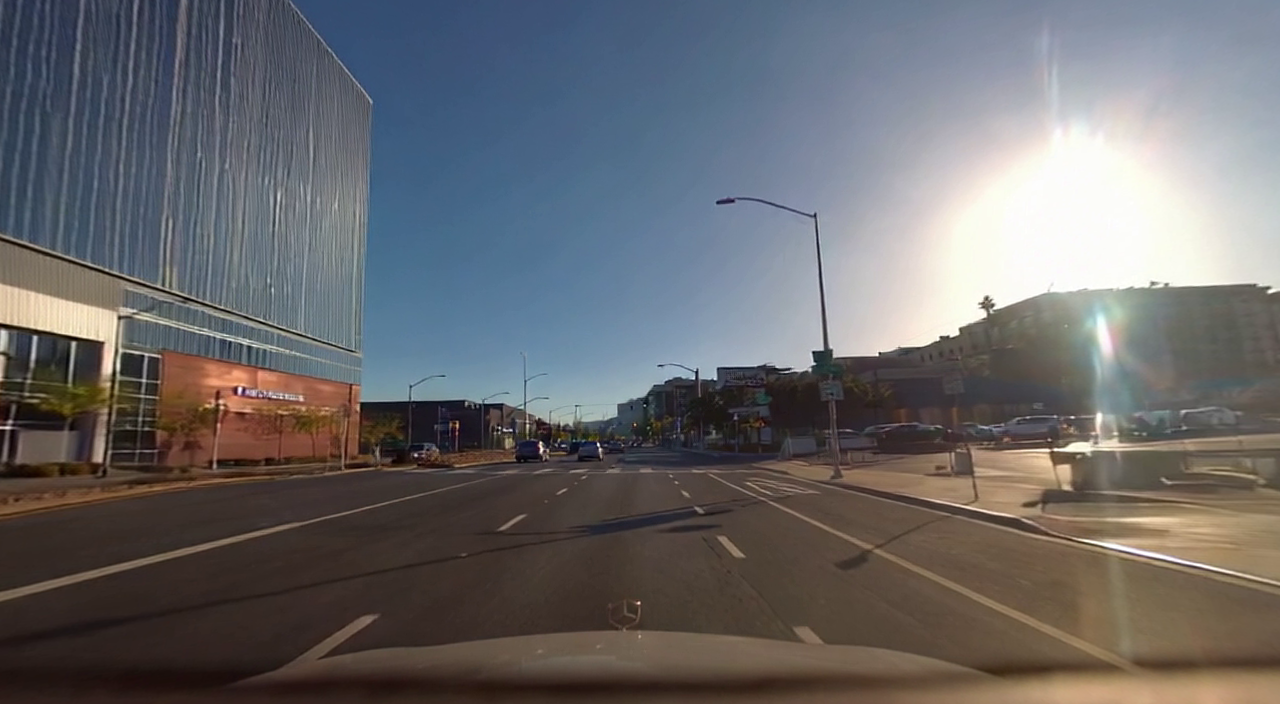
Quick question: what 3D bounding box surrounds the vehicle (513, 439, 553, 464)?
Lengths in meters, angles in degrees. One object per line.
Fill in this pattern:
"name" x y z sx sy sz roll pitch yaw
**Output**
"vehicle" -7.202 6.778 43.066 1.909 1.605 4.561 0 -9 0
